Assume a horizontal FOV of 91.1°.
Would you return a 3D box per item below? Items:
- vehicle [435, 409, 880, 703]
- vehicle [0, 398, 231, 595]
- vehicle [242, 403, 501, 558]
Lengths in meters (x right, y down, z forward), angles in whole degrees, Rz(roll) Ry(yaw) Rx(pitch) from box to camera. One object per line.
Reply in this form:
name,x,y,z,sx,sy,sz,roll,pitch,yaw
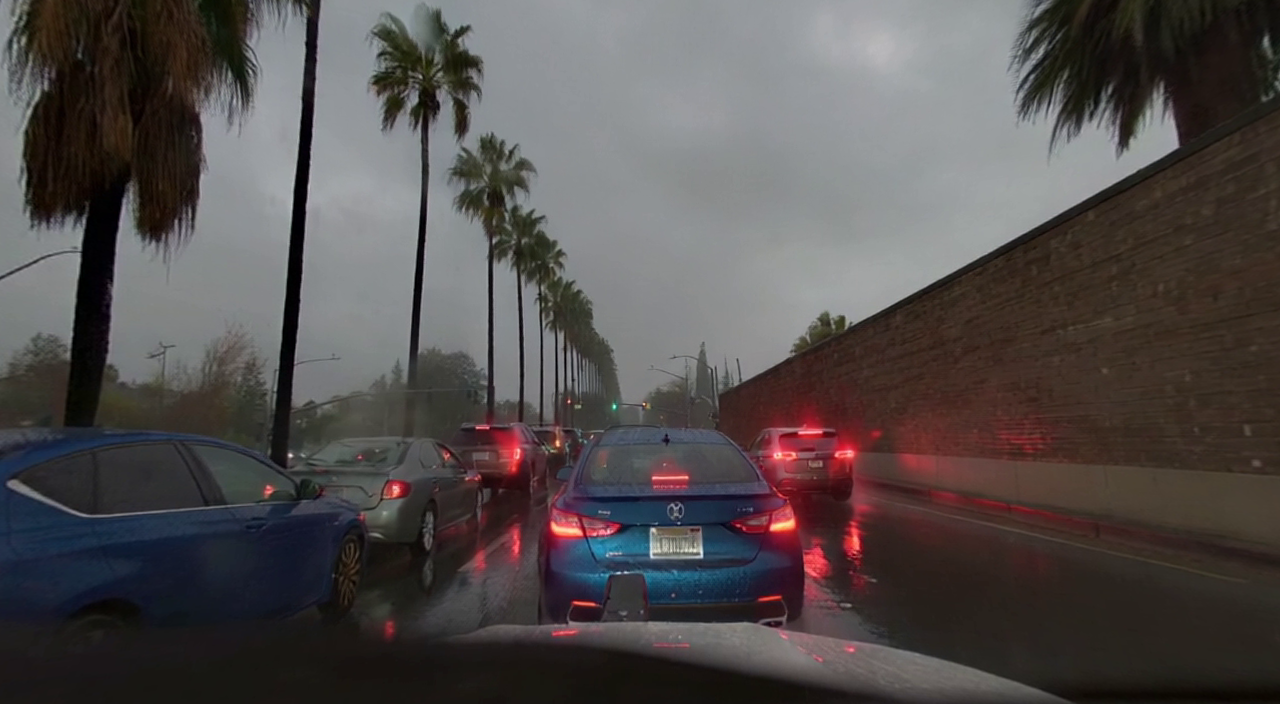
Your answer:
vehicle,0.039,1.335,5.206,2.128,1.473,4.272,0,-8,-1
vehicle,-6.672,1.402,6.397,1.963,1.721,4.662,0,-8,-2
vehicle,-3.520,1.772,9.285,2.055,1.746,4.136,0,-8,-1
